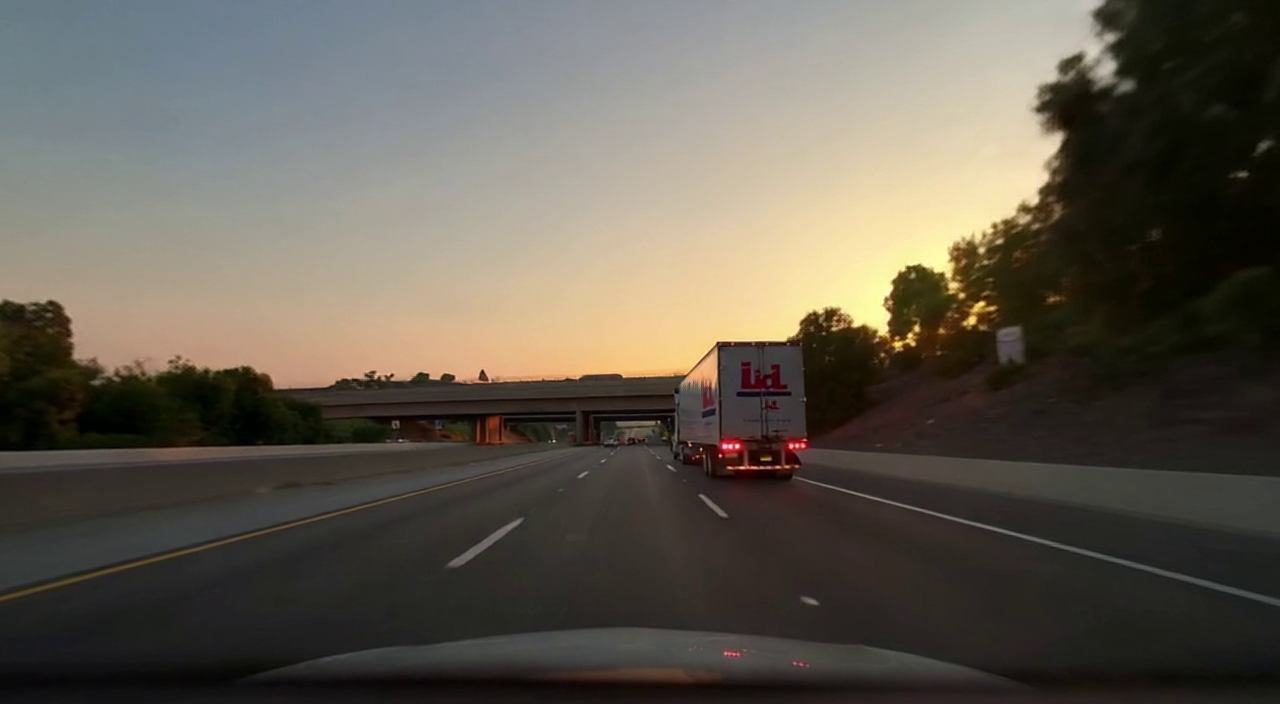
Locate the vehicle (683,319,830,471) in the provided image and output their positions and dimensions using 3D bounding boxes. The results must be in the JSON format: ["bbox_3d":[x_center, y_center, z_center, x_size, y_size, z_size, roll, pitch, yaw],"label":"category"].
[{"bbox_3d":[3.715,2.152,24.730,3.034,4.194,14.704,0,-8,0],"label":"vehicle"}]
